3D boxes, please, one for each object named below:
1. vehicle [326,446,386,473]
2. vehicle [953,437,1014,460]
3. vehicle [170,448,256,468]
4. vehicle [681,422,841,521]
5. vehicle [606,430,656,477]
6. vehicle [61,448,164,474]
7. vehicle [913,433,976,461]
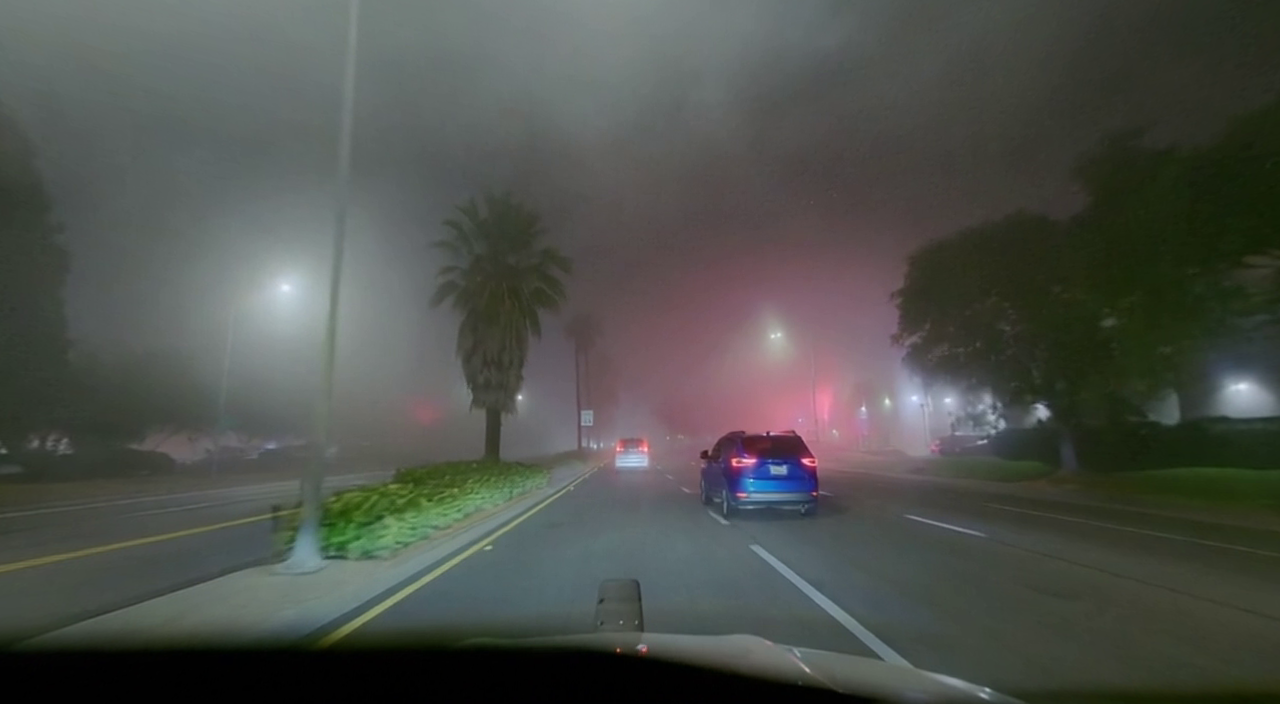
[{"bbox_3d":[-19.897,7.534,44.480,2.029,1.723,4.639,0,-8,1],"label":"vehicle"},{"bbox_3d":[23.900,6.733,44.106,2.004,1.519,3.714,0,-8,-3],"label":"vehicle"},{"bbox_3d":[-32.216,7.965,47.755,4.903,1.451,2.031,0,-8,-2],"label":"vehicle"},{"bbox_3d":[2.254,2.390,13.201,2.239,1.693,4.301,0,-8,-3],"label":"vehicle"},{"bbox_3d":[-0.386,4.305,26.966,1.981,1.854,3.983,0,-8,-1],"label":"vehicle"},{"bbox_3d":[-31.756,6.578,38.096,4.404,1.487,1.868,0,-8,-3],"label":"vehicle"},{"bbox_3d":[21.134,6.591,44.038,1.894,1.784,4.571,0,-8,-3],"label":"vehicle"}]
